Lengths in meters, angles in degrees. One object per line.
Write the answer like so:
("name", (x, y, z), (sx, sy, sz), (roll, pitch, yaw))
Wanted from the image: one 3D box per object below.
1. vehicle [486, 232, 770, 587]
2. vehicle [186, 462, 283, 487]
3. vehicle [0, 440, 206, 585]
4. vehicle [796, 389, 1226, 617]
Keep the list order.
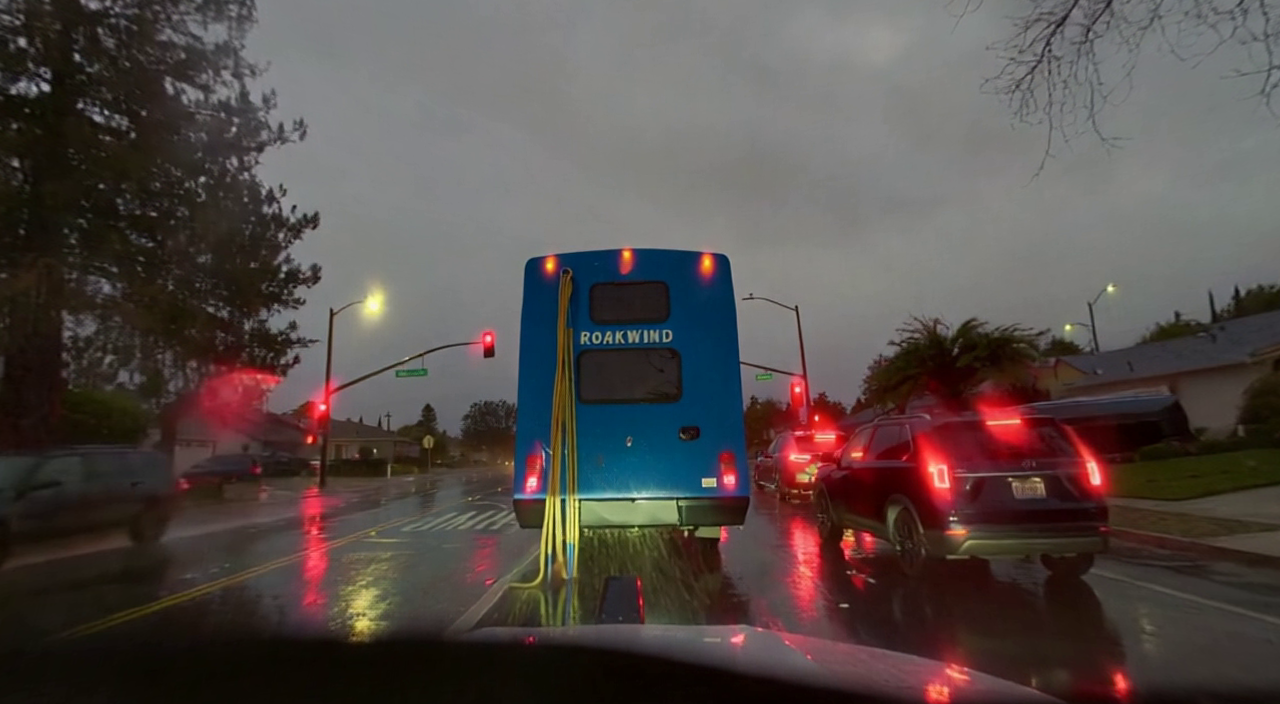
("vehicle", (-0.101, 1.112, 10.350), (2.709, 3.511, 8.213), (0, -9, 0))
("vehicle", (-26.768, 8.076, 41.861), (4.954, 1.506, 2.014), (0, -9, -3))
("vehicle", (-8.741, 2.129, 8.937), (2.110, 1.713, 4.449), (0, -9, -2))
("vehicle", (3.408, 1.489, 7.130), (2.104, 1.735, 4.408), (0, -9, 0))
